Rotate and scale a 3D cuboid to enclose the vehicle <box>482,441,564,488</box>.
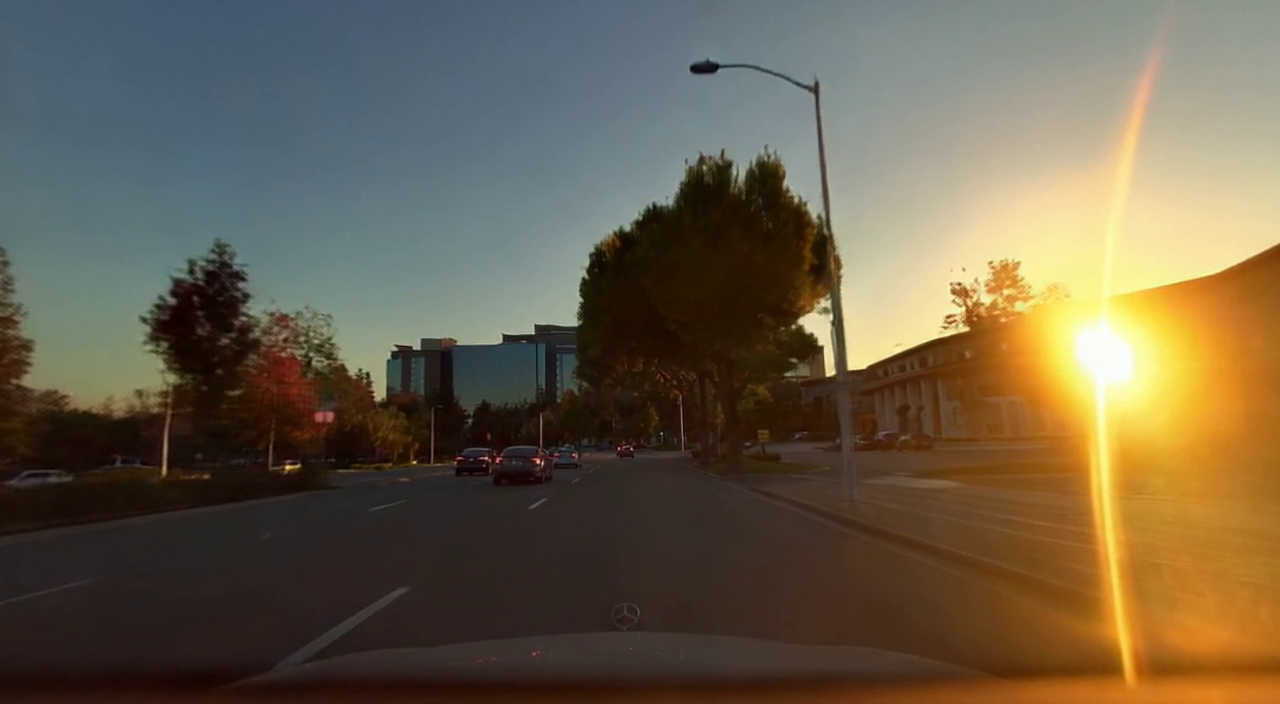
[{"bbox_3d":[-4.017,3.949,22.526,2.011,1.483,4.596,0,-9,0],"label":"vehicle"}]

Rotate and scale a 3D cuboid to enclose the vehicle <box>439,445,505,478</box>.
[{"bbox_3d":[-8.161,5.358,31.198,1.976,1.497,4.709,0,-9,0],"label":"vehicle"}]
